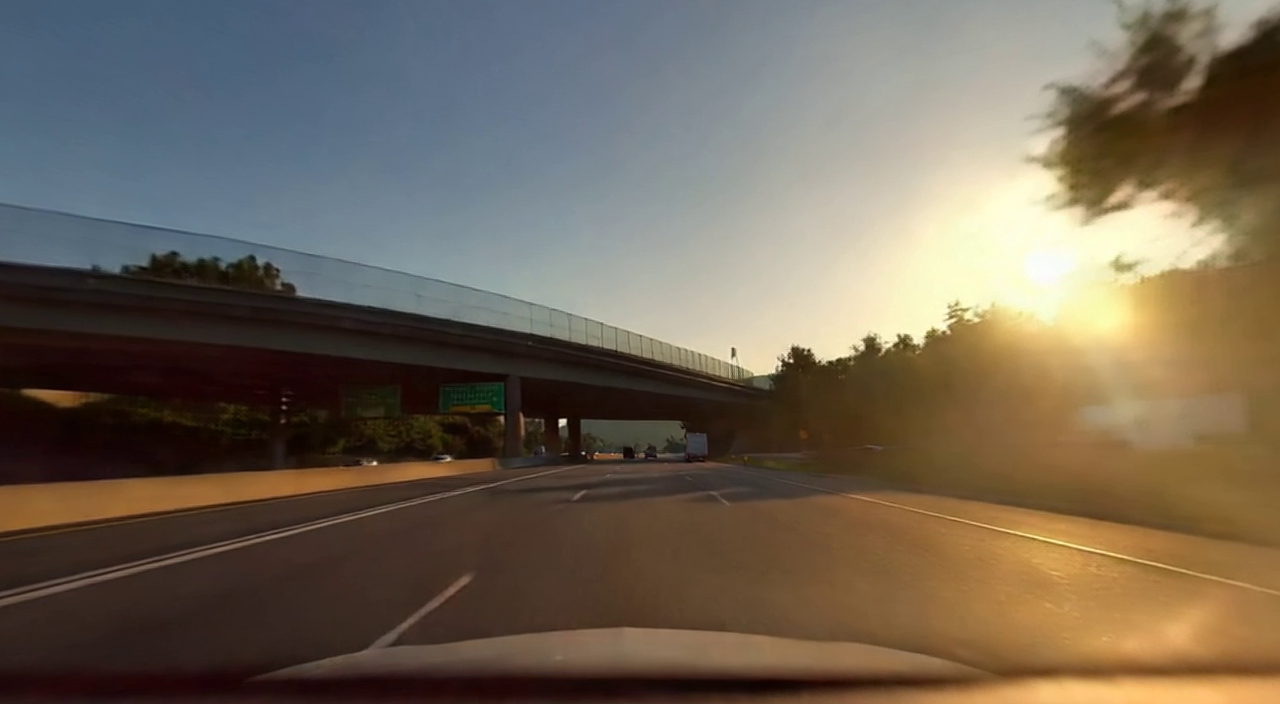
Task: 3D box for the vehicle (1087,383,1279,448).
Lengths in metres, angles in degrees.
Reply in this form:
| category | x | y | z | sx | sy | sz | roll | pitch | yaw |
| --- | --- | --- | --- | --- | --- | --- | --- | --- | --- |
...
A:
| category | x | y | z | sx | sy | sz | roll | pitch | yaw |
| --- | --- | --- | --- | --- | --- | --- | --- | --- | --- |
| vehicle | 40.698 | 5.107 | 47.137 | 2.876 | 4.046 | 13.881 | 1 | -9 | -8 |
